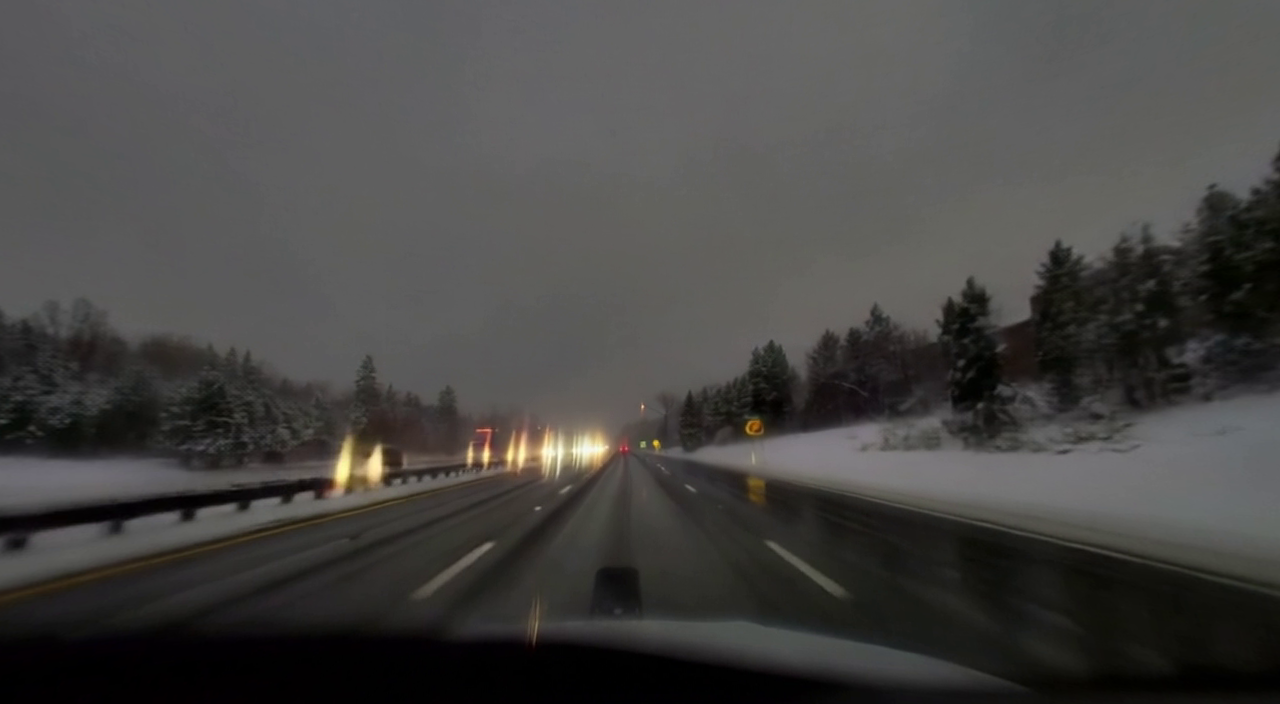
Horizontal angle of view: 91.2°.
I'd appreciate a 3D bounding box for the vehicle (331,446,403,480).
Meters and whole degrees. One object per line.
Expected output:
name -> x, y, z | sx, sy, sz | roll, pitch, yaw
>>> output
vehicle -> -13.565, 5.521, 31.371 | 1.883, 1.562, 4.072 | 0, -9, -2
